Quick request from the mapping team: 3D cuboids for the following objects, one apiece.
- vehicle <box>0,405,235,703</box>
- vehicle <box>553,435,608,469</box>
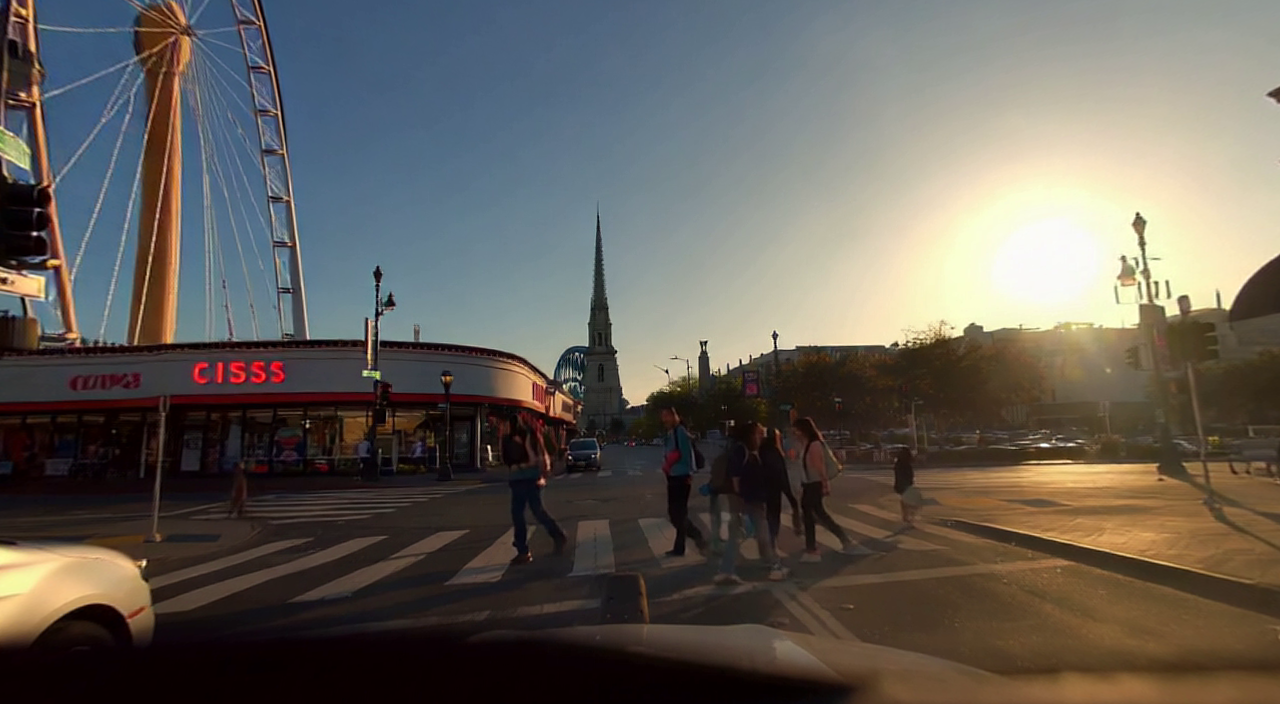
[{"bbox_3d":[-3.376,0.790,1.184,1.940,1.505,4.676,-1,-9,3],"label":"vehicle"},{"bbox_3d":[-3.915,6.362,40.260,2.549,2.000,5.699,2,-9,-15],"label":"vehicle"}]
